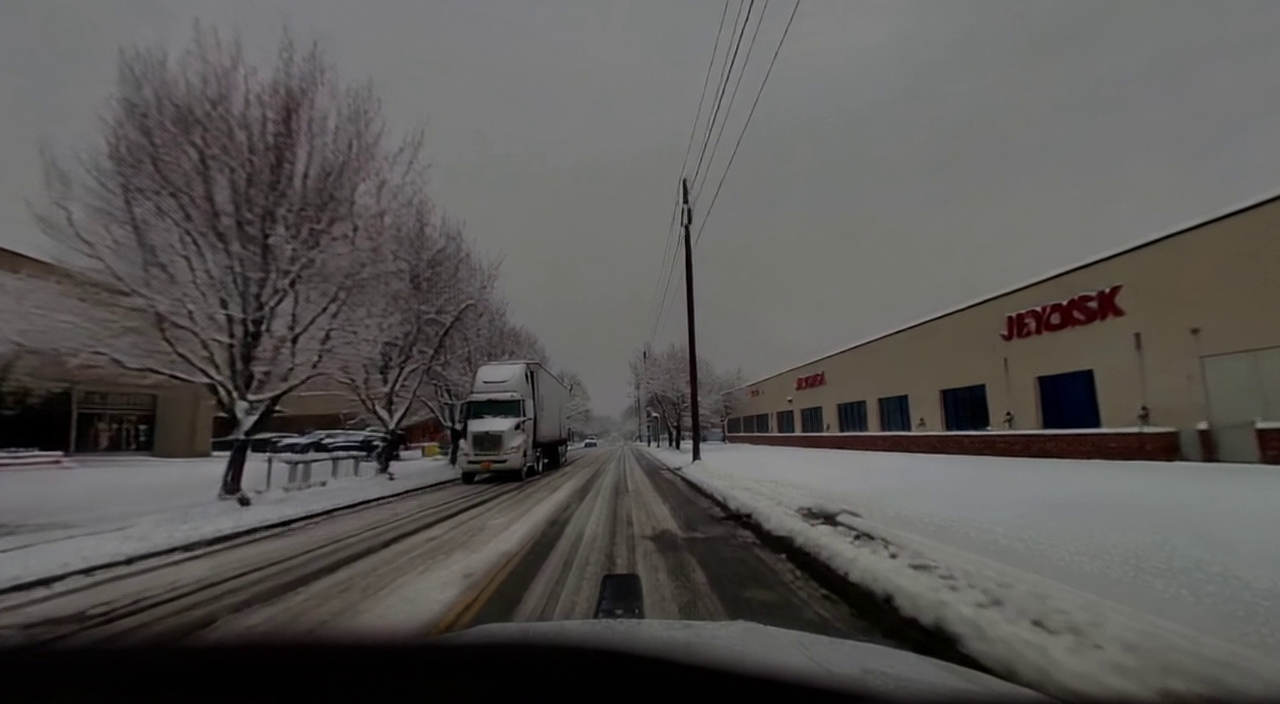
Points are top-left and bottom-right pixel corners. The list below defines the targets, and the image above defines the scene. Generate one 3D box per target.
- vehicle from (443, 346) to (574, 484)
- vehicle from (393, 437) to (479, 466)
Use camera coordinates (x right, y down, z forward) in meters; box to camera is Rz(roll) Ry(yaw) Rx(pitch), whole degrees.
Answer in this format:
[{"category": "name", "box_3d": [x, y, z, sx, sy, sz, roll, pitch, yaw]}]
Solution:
[{"category": "vehicle", "box_3d": [-5.325, 3.064, 29.263, 2.976, 4.754, 15.127, 0, -7, 0]}, {"category": "vehicle", "box_3d": [-10.613, 5.202, 32.892, 3.893, 1.413, 1.625, 0, -9, -1]}]
